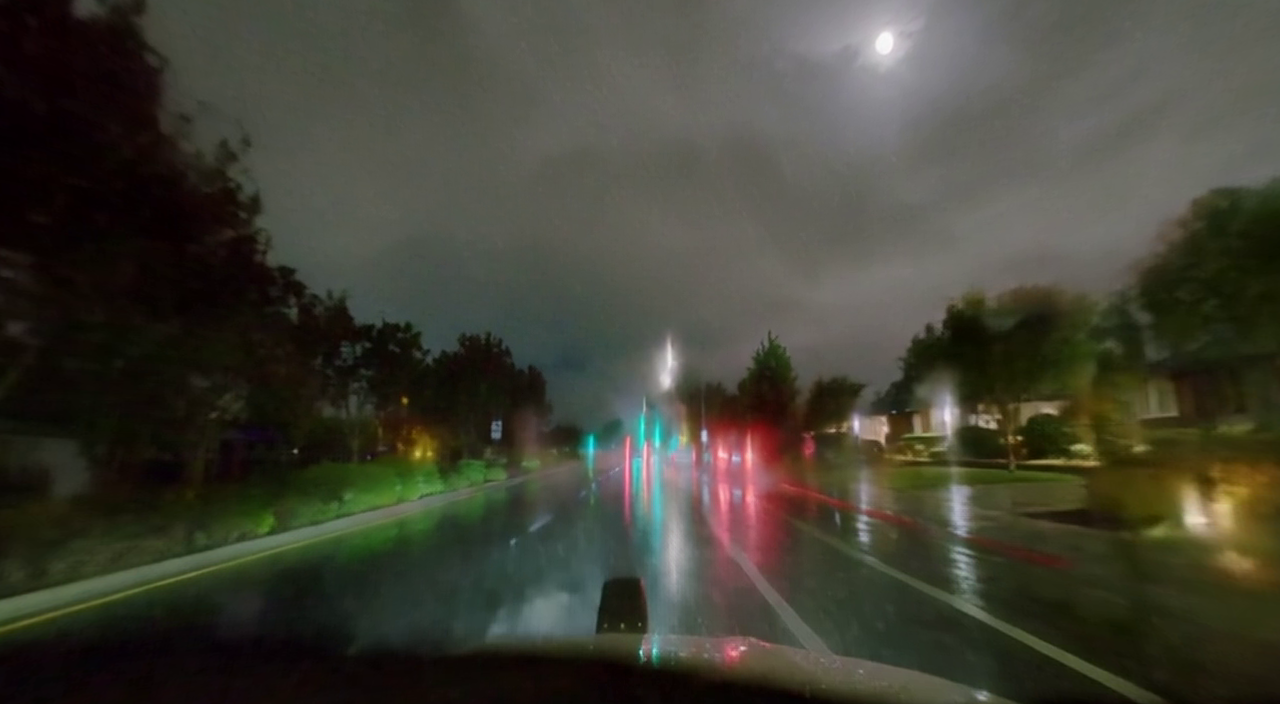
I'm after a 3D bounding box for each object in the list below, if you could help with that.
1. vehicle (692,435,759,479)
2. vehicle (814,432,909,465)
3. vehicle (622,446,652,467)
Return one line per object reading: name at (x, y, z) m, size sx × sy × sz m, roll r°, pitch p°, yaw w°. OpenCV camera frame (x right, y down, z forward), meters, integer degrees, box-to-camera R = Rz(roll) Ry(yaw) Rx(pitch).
vehicle at (3.855, 4.864, 29.301) m, size 2.203 × 1.828 × 5.336 m, roll 0°, pitch -9°, yaw -2°
vehicle at (12.778, 5.573, 36.438) m, size 4.694 × 1.622 × 2.067 m, roll -2°, pitch -7°, yaw 1°
vehicle at (-0.185, 7.574, 45.554) m, size 2.054 × 1.456 × 4.003 m, roll 0°, pitch -9°, yaw 0°
